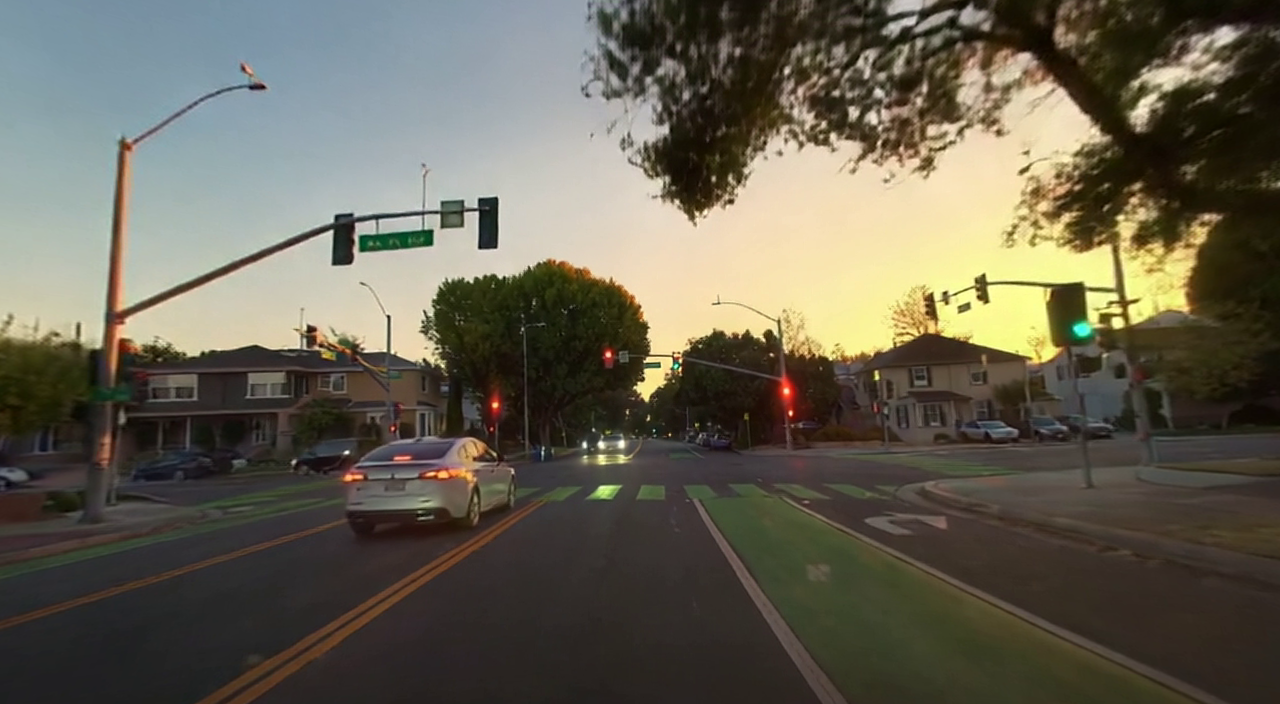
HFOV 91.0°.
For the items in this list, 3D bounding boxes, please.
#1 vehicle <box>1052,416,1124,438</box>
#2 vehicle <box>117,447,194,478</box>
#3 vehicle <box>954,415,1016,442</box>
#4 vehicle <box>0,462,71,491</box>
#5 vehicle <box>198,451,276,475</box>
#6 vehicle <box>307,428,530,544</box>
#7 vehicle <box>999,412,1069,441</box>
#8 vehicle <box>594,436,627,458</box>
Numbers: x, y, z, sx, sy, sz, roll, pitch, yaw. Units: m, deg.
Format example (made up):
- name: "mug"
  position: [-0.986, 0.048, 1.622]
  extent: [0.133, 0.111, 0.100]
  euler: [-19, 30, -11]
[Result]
- name: "vehicle"
  position: [30.979, 5.267, 43.652]
  extent: [1.837, 1.396, 4.695]
  euler: [-1, -8, 5]
- name: "vehicle"
  position: [-35.073, 7.982, 45.733]
  extent: [1.979, 2.043, 4.543]
  euler: [0, -8, 0]
- name: "vehicle"
  position: [24.015, 5.407, 44.009]
  extent: [1.964, 1.759, 4.583]
  euler: [-1, -8, 4]
- name: "vehicle"
  position: [-37.922, 7.659, 38.806]
  extent: [3.835, 1.665, 1.826]
  euler: [-1, -9, 3]
- name: "vehicle"
  position: [-29.257, 8.044, 45.906]
  extent: [1.972, 1.567, 5.009]
  euler: [-1, -8, 6]
- name: "vehicle"
  position: [-3.322, 2.109, 10.659]
  extent: [1.904, 1.489, 4.746]
  euler: [-1, -8, 2]
- name: "vehicle"
  position: [27.163, 5.215, 43.579]
  extent: [2.033, 1.821, 4.542]
  euler: [-1, -8, 3]
- name: "vehicle"
  position: [-2.096, 6.825, 45.427]
  extent: [1.982, 1.472, 4.103]
  euler: [-1, -8, 3]
